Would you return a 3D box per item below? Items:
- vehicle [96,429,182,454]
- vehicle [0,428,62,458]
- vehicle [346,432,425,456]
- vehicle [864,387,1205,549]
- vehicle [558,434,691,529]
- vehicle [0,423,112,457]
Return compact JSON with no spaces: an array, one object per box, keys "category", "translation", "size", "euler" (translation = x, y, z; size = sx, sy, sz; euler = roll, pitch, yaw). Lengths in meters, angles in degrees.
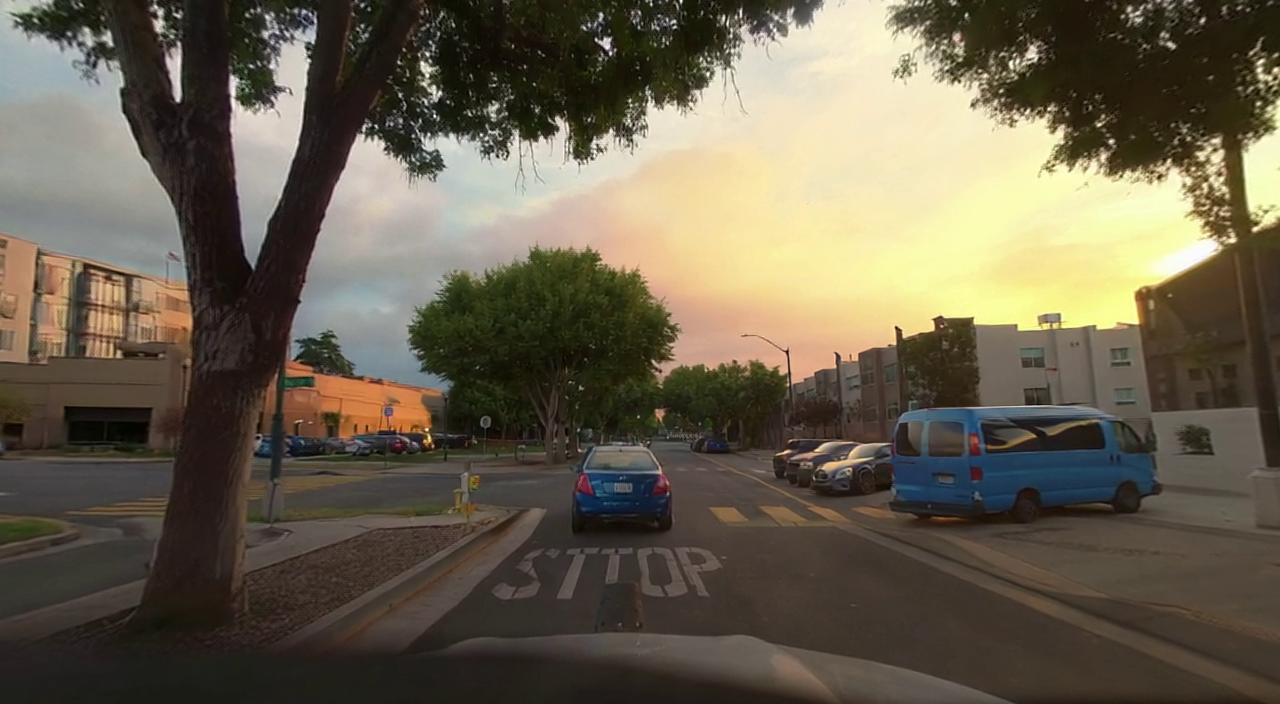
[{"category":"vehicle","translation":[-31.791,5.696,40.158],"size":[3.915,1.574,1.850],"euler":[0,-9,3]},{"category":"vehicle","translation":[-31.827,4.535,31.411],"size":[4.168,1.458,1.904],"euler":[0,-9,-2]},{"category":"vehicle","translation":[-18.409,6.647,45.820],"size":[4.892,1.679,1.927],"euler":[1,-9,-7]},{"category":"vehicle","translation":[6.650,1.859,10.620],"size":[5.385,2.146,2.143],"euler":[4,-9,-25]},{"category":"vehicle","translation":[-0.371,2.361,12.159],"size":[2.065,1.450,4.522],"euler":[1,-8,-3]},{"category":"vehicle","translation":[-31.835,4.785,34.275],"size":[4.438,1.814,2.044],"euler":[0,-9,-1]}]
